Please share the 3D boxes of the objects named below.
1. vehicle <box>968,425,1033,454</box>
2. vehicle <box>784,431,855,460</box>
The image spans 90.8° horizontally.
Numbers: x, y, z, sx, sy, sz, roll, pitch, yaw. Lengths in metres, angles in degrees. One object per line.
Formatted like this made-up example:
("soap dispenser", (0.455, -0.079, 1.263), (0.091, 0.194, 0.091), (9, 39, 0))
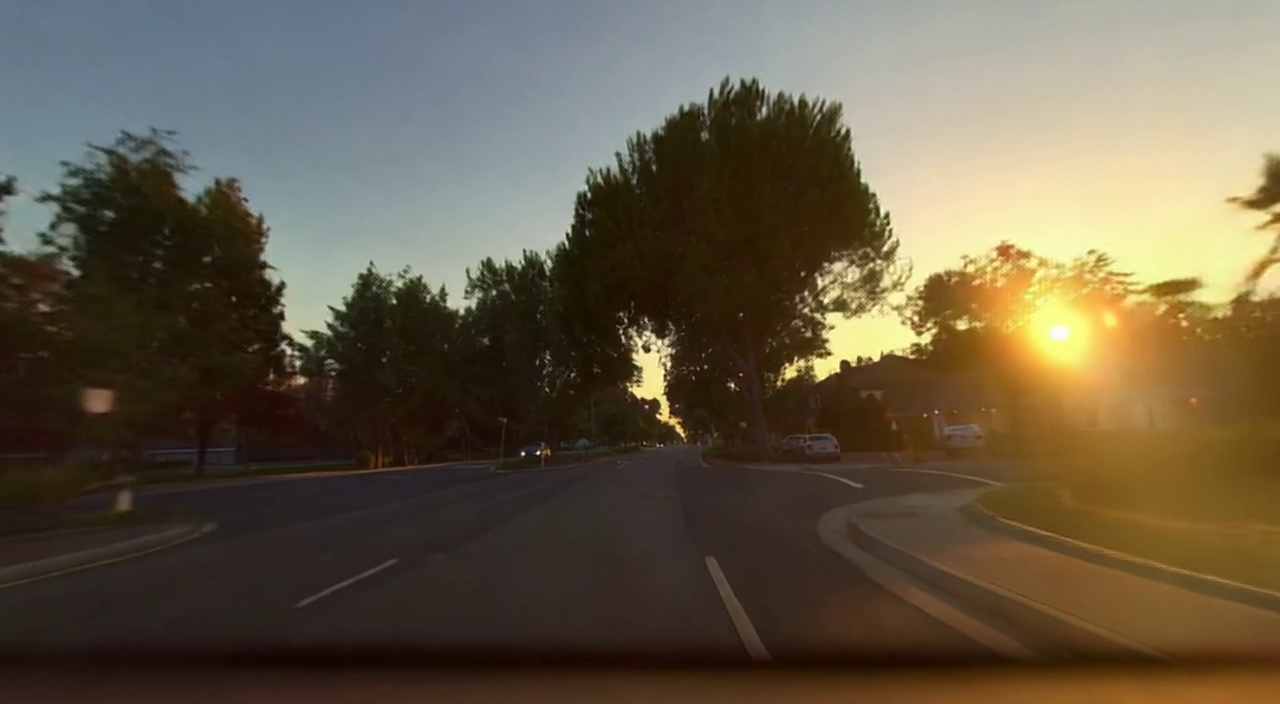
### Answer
("vehicle", (20.707, 4.981, 36.221), (4.241, 1.560, 1.979), (6, -10, -43))
("vehicle", (11.882, 6.207, 42.111), (2.199, 1.661, 4.495), (5, -7, -23))
